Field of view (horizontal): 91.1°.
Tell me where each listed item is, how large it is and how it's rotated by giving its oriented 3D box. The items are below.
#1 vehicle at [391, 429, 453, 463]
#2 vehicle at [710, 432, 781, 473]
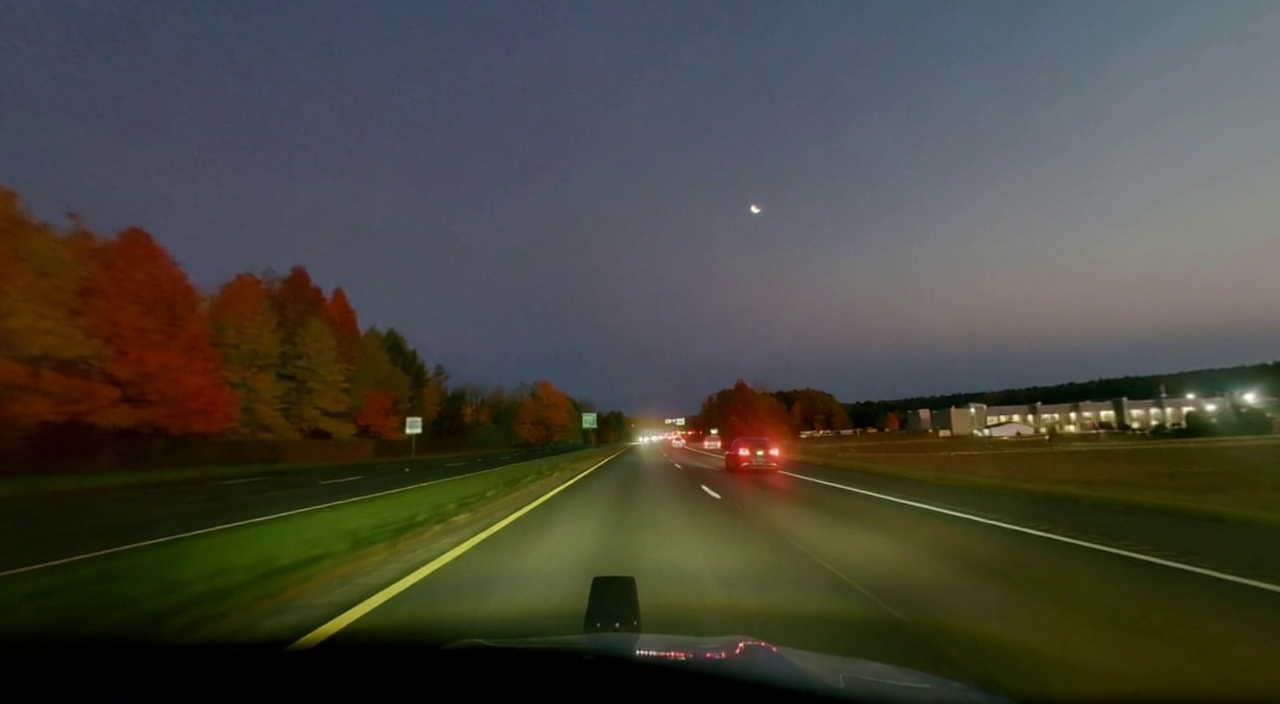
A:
[{"bbox_3d":[-13.202,5.709,38.324,2.025,1.874,4.956,0,-8,-1],"label":"vehicle"},{"bbox_3d":[4.155,4.019,25.410,2.024,1.516,4.197,0,-8,-1],"label":"vehicle"}]
